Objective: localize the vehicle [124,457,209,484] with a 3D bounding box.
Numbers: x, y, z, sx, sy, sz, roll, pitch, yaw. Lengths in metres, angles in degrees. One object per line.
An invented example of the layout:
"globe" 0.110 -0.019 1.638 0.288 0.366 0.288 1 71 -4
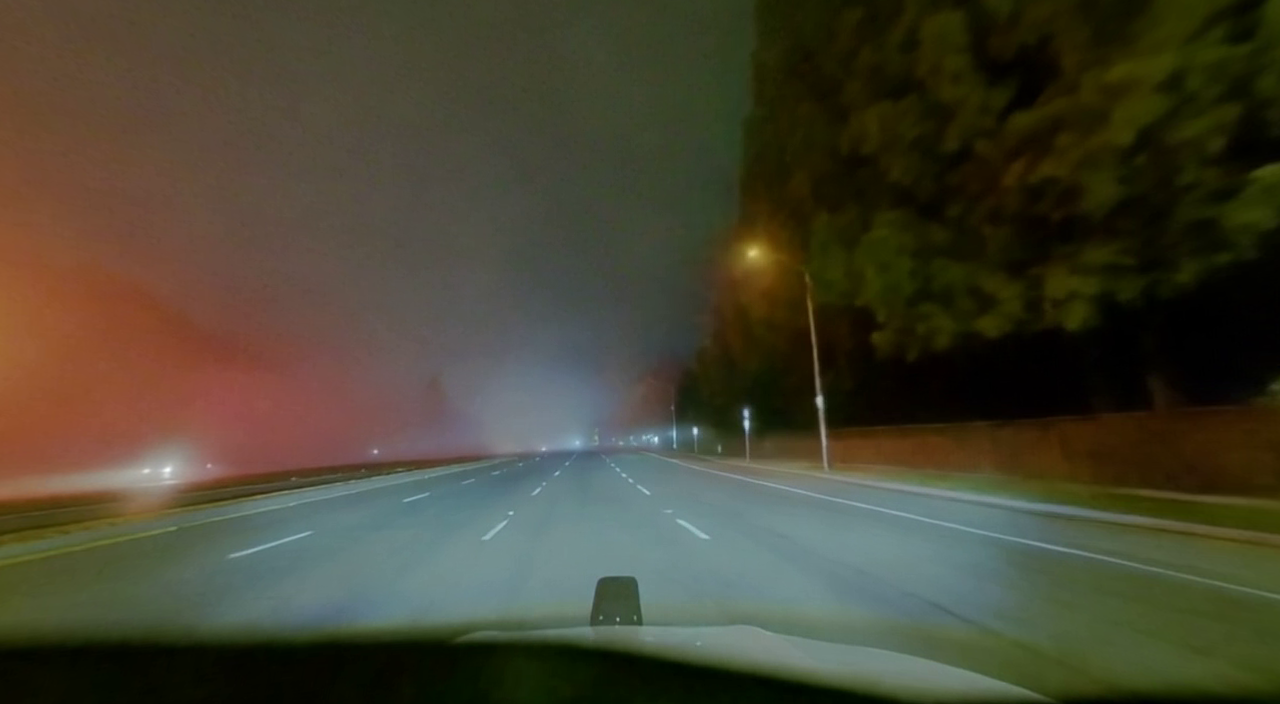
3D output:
"vehicle" -31.580 7.902 42.370 2.089 1.556 4.961 0 -9 -4
